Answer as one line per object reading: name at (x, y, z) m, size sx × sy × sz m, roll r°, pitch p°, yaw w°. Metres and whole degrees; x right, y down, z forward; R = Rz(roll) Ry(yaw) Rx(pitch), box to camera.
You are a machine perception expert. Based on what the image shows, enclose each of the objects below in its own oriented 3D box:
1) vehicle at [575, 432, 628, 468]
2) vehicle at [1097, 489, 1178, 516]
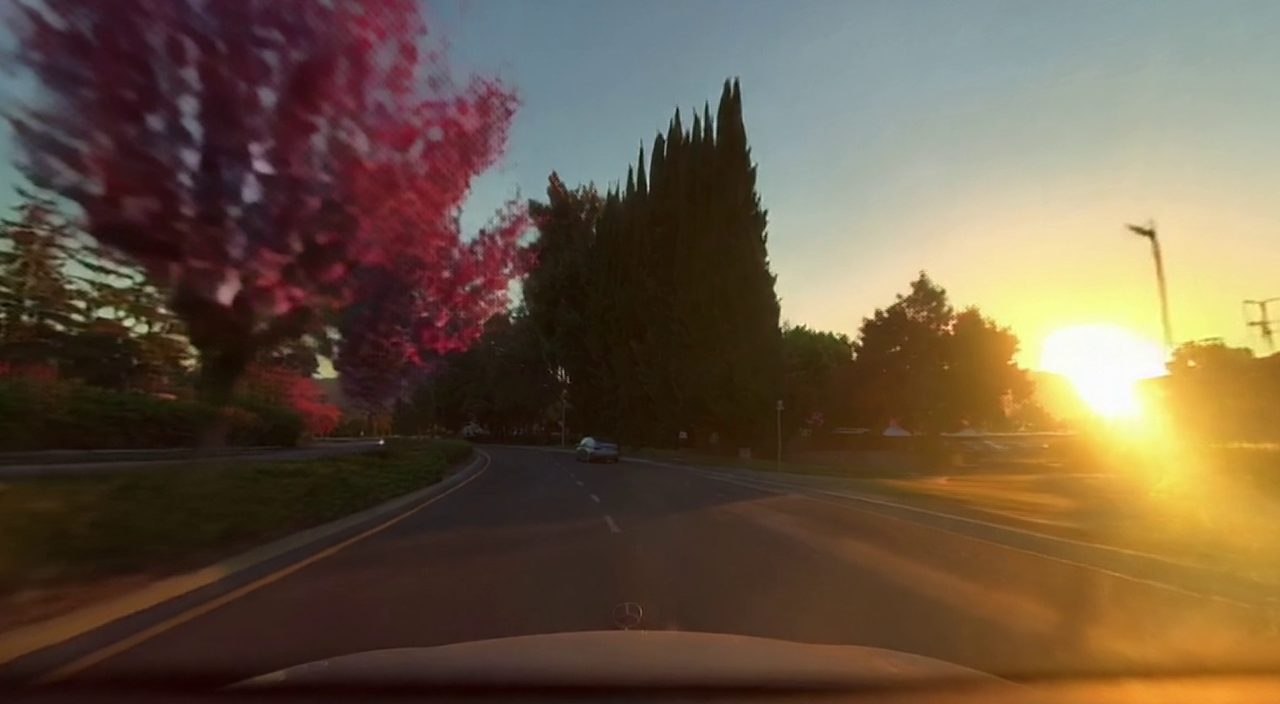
vehicle at (-2.210, 5.396, 34.656) m, size 2.166 × 1.828 × 4.607 m, roll 2°, pitch -9°, yaw -13°
vehicle at (37.145, 11.202, 46.919) m, size 4.607 × 1.572 × 1.763 m, roll -6°, pitch -11°, yaw 40°
